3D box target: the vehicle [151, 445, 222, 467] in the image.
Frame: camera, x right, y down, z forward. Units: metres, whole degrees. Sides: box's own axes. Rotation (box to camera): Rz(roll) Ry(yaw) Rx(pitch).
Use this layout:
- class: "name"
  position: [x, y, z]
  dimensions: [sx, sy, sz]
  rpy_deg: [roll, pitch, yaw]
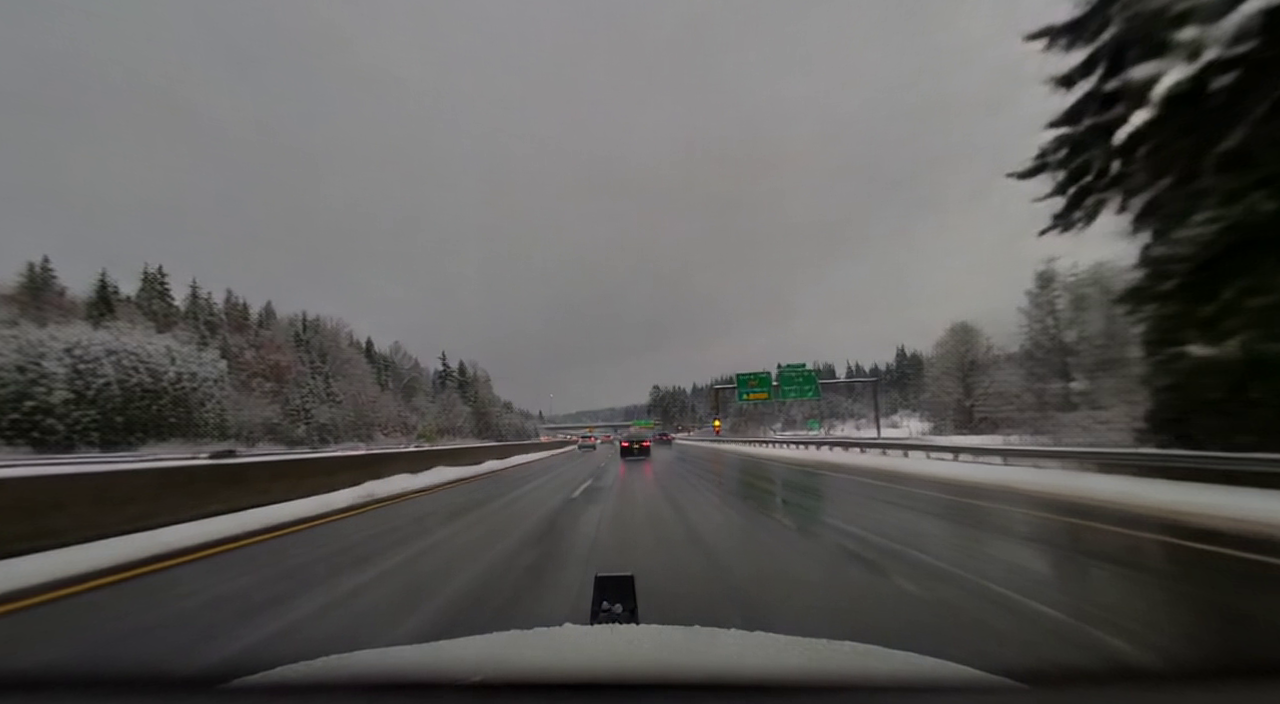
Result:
- class: "vehicle"
  position: [-35.378, 8.108, 49.395]
  dimensions: [2.004, 1.615, 4.867]
  rpy_deg: [0, -8, -1]

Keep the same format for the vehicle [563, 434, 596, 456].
- class: "vehicle"
  position: [-4.262, 6.641, 44.894]
  dimensions: [2.014, 1.471, 4.380]
  rpy_deg: [0, -8, -1]

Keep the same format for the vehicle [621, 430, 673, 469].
- class: "vehicle"
  position: [0.225, 4.247, 27.597]
  dimensions: [2.086, 1.554, 3.875]
  rpy_deg: [0, -8, -2]
